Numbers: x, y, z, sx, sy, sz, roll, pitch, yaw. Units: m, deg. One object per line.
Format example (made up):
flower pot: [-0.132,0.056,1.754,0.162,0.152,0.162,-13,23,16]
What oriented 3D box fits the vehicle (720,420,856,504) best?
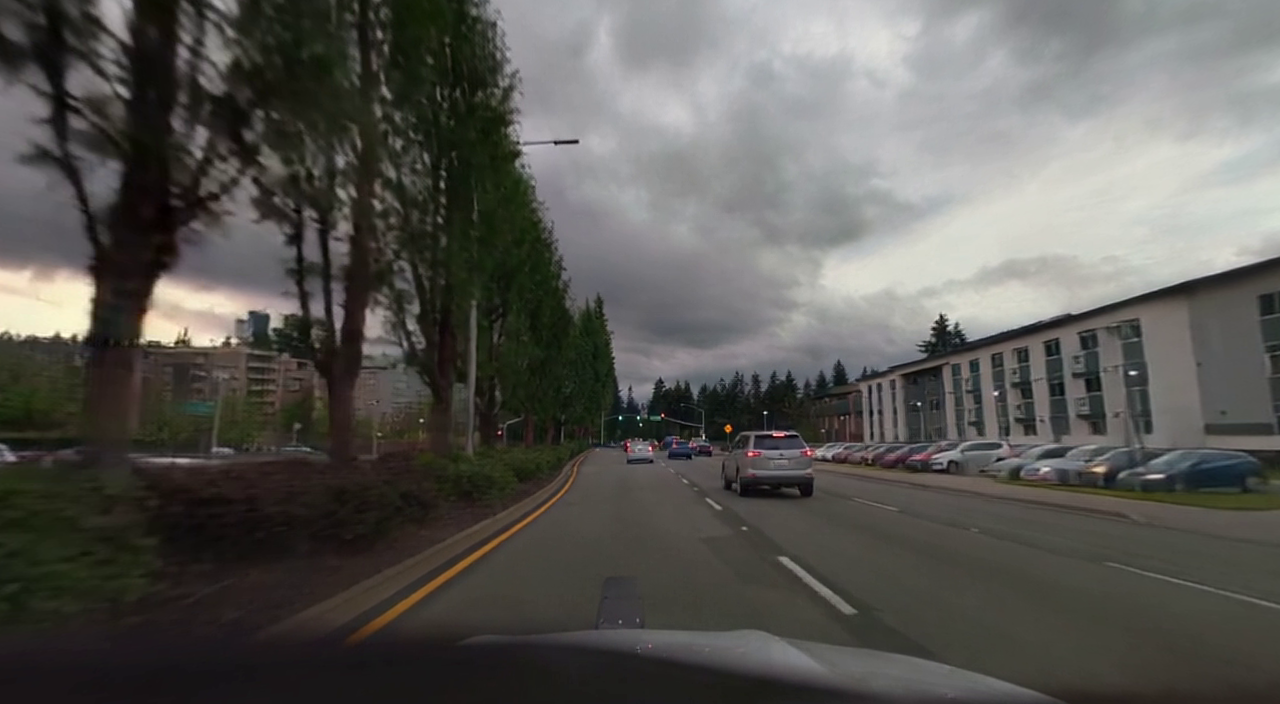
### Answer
vehicle: [3.534,2.775,16.263,2.235,1.806,4.818,0,-9,-1]

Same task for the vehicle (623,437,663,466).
vehicle: [0.147,5.694,36.280,2.145,1.572,4.021,0,-9,-1]

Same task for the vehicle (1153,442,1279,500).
vehicle: [17.539,3.413,18.459,3.958,1.524,2.061,3,-9,-20]

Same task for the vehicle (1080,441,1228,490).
vehicle: [17.349,3.770,21.316,4.578,1.477,2.067,4,-10,-27]
